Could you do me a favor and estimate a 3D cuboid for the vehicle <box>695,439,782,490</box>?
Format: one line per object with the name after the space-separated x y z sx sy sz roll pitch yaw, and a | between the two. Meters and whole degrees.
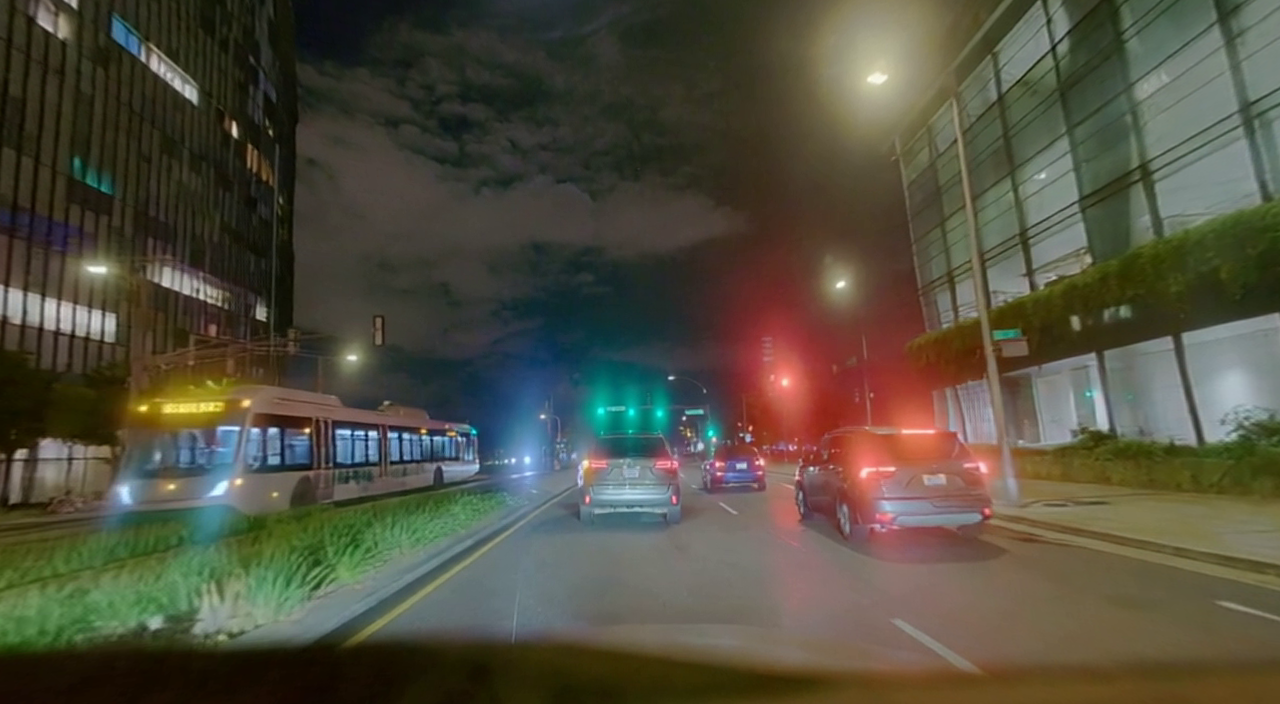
3.095 3.642 20.789 1.993 1.480 4.324 0 -8 -2 | vehicle

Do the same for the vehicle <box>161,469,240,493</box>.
-34.079 10.002 49.044 4.726 1.458 1.770 -3 -11 -2 | vehicle

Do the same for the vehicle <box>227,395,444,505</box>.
-10.990 3.762 24.730 3.053 3.359 10.539 0 -8 1 | vehicle

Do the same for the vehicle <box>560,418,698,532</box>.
-0.223 2.253 12.155 2.178 1.779 4.255 0 -8 -1 | vehicle

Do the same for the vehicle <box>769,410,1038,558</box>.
3.563 1.884 9.766 2.029 1.717 4.624 0 -8 -2 | vehicle
